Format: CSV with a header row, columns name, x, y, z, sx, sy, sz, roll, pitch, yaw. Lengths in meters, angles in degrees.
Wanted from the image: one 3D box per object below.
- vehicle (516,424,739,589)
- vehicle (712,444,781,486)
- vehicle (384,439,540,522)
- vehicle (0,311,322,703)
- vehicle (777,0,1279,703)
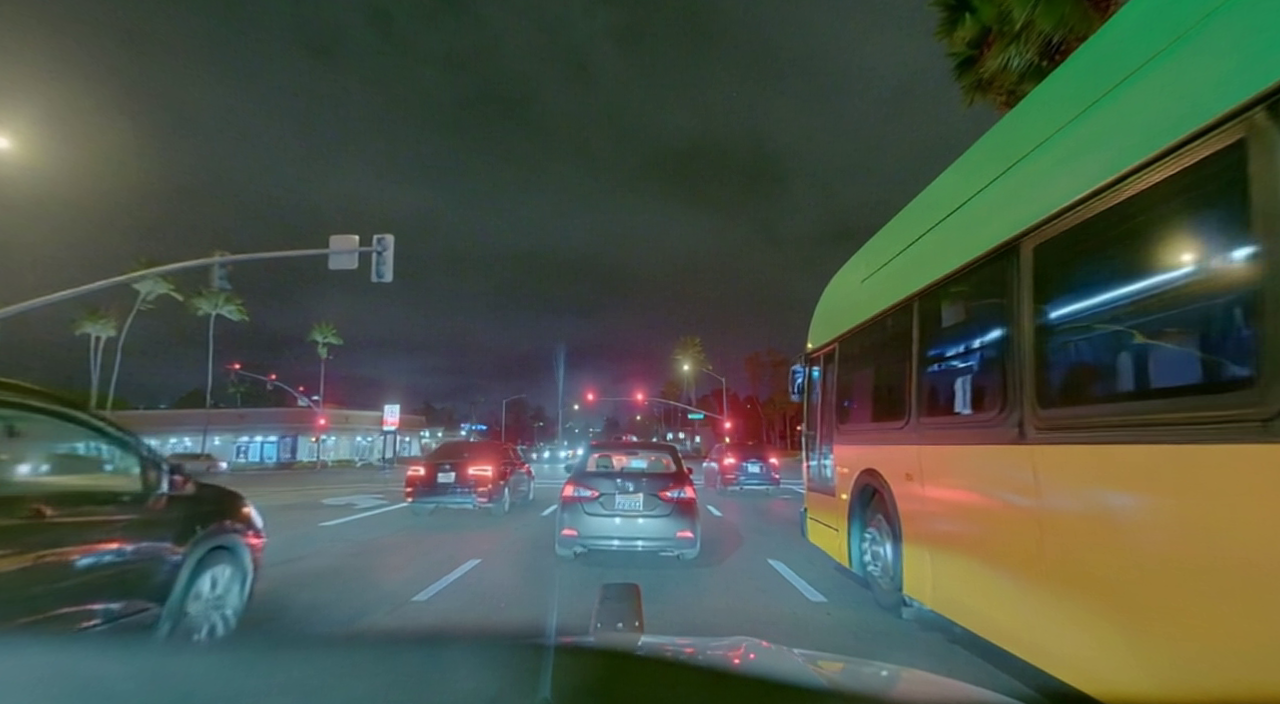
name,x,y,z,sx,sy,sz,roll,pitch,yaw
vehicle,-0.138,1.716,7.820,2.060,1.499,3.831,0,-9,-1
vehicle,4.017,4.329,24.612,1.989,1.467,4.364,0,-9,1
vehicle,-3.430,2.550,13.097,1.919,1.415,4.178,0,-9,2
vehicle,-3.531,0.734,2.188,2.145,1.824,4.974,0,-9,1
vehicle,3.612,-0.201,2.772,3.068,4.026,13.534,0,-9,0
